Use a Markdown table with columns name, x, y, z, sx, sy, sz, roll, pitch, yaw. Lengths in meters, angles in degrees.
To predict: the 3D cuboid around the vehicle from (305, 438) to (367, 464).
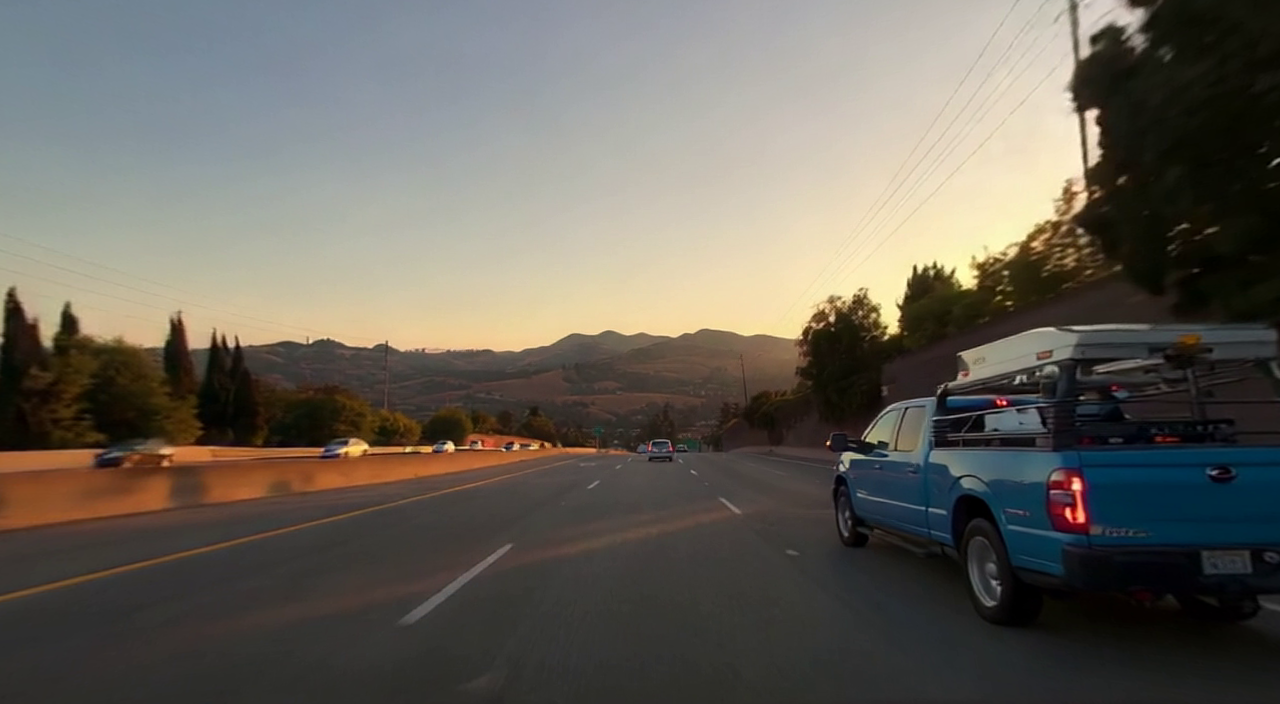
| name | x | y | z | sx | sy | sz | roll | pitch | yaw |
| --- | --- | --- | --- | --- | --- | --- | --- | --- | --- |
| vehicle | -21.528 | 7.032 | 44.669 | 1.929 | 1.674 | 4.486 | 0 | -9 | 3 |

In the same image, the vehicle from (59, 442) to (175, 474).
| name | x | y | z | sx | sy | sz | roll | pitch | yaw |
| --- | --- | --- | --- | --- | --- | --- | --- | --- | --- |
| vehicle | -25.803 | 5.234 | 31.208 | 1.834 | 1.460 | 4.512 | 0 | -9 | 1 |

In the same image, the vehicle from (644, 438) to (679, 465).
| name | x | y | z | sx | sy | sz | roll | pitch | yaw |
| --- | --- | --- | --- | --- | --- | --- | --- | --- | --- |
| vehicle | 1.245 | 6.088 | 38.570 | 2.034 | 1.549 | 4.147 | 0 | -9 | 0 |

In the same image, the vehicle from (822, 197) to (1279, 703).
| name | x | y | z | sx | sy | sz | roll | pitch | yaw |
| --- | --- | --- | --- | --- | --- | --- | --- | --- | --- |
| vehicle | 3.773 | 0.968 | 5.358 | 2.538 | 2.228 | 6.370 | 0 | -9 | 0 |
